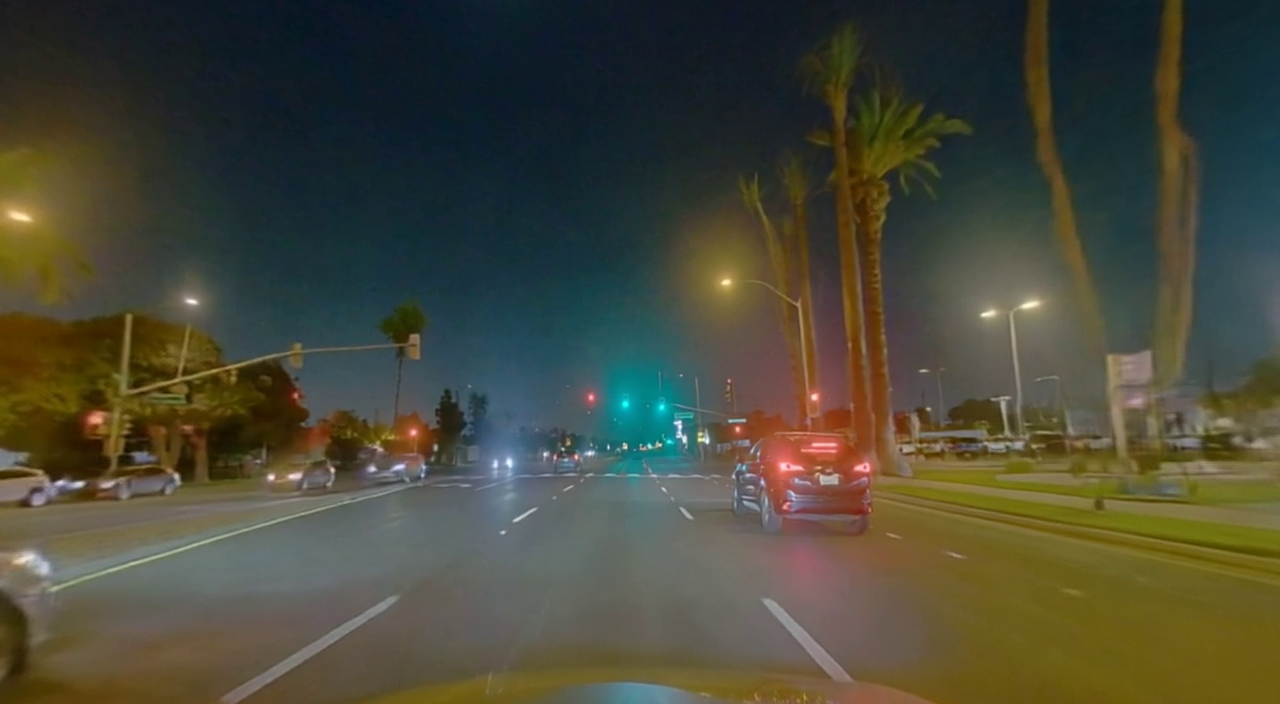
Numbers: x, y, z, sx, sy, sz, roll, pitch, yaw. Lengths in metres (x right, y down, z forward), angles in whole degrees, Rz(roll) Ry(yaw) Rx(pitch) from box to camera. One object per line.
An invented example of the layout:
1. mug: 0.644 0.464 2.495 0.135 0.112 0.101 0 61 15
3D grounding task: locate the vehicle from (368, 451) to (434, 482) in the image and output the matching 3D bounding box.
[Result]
1. vehicle: -13.027 6.270 34.765 1.963 1.545 4.320 0 -9 -1

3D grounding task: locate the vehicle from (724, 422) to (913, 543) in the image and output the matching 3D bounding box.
1. vehicle: 2.857 2.210 11.296 1.982 1.711 4.276 0 -9 -2

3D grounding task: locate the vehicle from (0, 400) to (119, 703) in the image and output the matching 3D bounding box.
1. vehicle: -3.992 0.816 1.558 2.063 1.578 3.915 0 -9 -1

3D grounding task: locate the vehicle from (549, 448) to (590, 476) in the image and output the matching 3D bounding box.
1. vehicle: -4.073 6.380 36.918 2.034 1.498 3.995 0 -9 -2

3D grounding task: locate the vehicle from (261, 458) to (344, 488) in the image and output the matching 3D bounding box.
1. vehicle: -18.957 6.777 35.778 2.056 1.504 4.787 0 -9 0

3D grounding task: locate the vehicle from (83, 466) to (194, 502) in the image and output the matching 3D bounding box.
1. vehicle: -23.382 6.151 29.660 1.752 1.430 4.078 -1 -9 2
